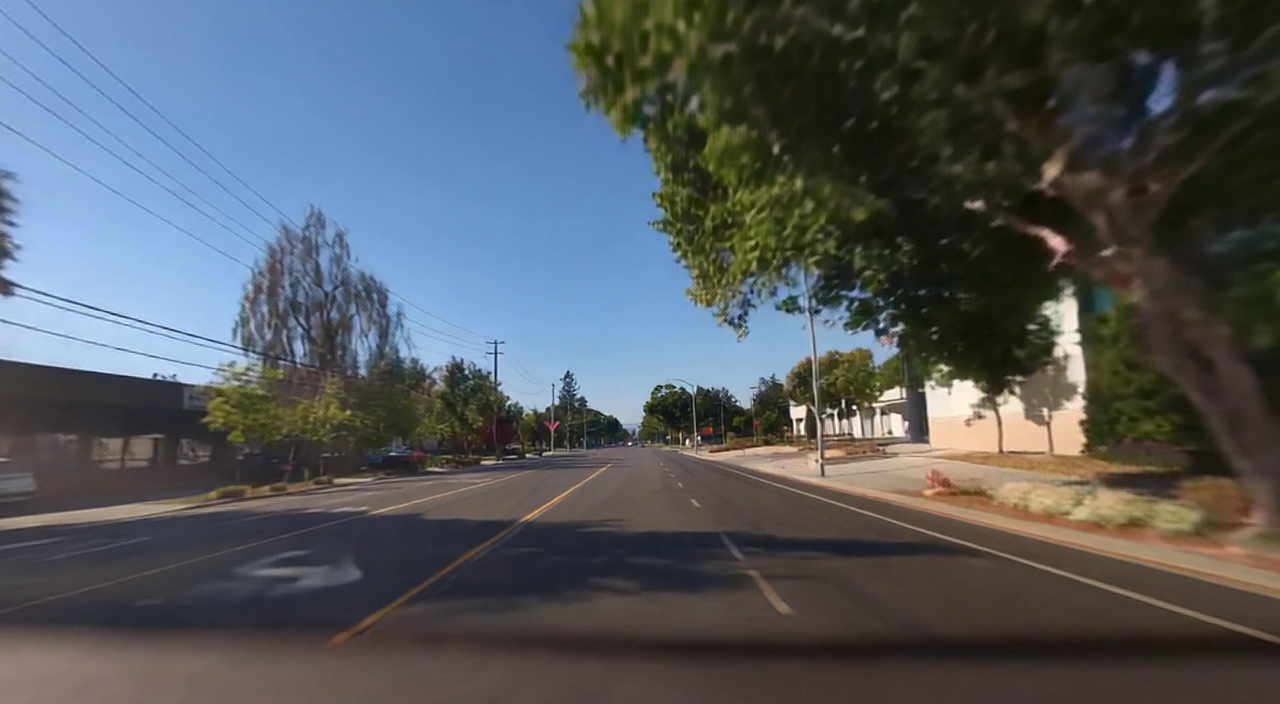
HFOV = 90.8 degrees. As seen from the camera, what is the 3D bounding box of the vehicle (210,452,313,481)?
[{"bbox_3d":[-21.580,6.497,36.189,1.859,1.461,4.646,-8,-12,44],"label":"vehicle"}]
